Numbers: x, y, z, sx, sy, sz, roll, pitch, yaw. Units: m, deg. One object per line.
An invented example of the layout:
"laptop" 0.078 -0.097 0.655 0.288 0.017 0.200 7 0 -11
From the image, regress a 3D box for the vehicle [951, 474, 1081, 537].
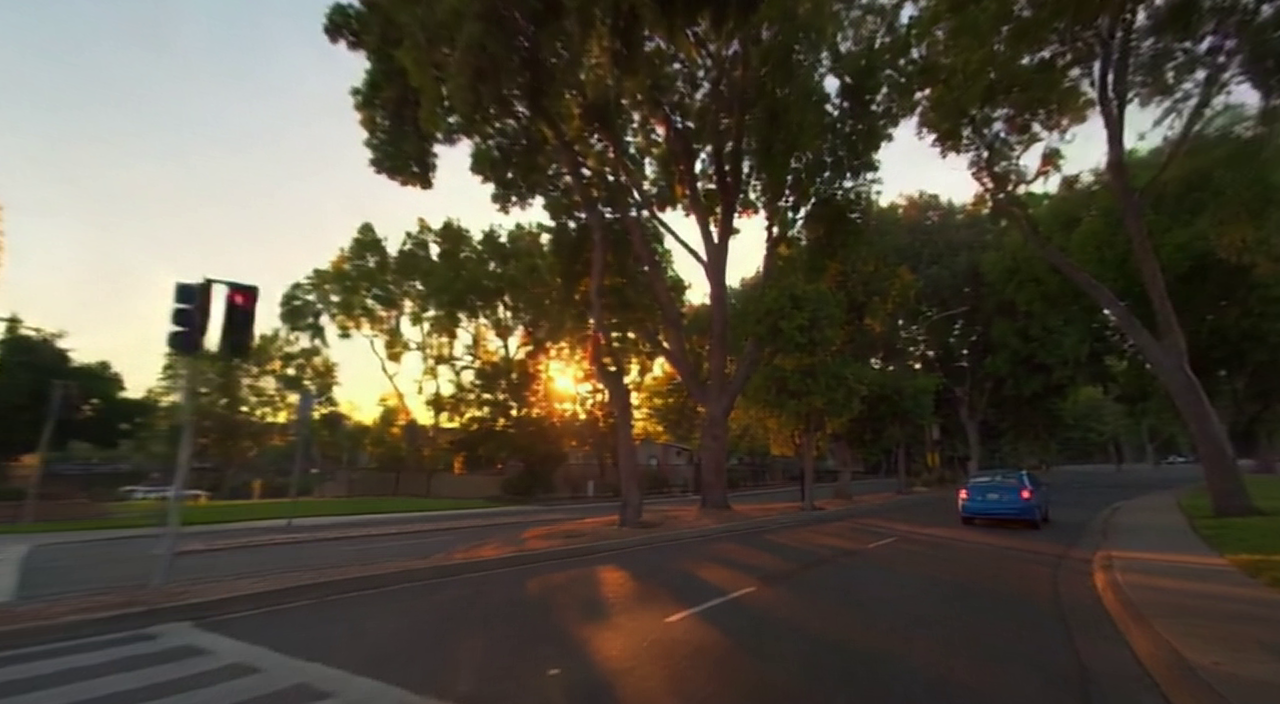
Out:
"vehicle" 9.495 3.682 15.669 1.972 1.250 5.282 -8 -13 38
